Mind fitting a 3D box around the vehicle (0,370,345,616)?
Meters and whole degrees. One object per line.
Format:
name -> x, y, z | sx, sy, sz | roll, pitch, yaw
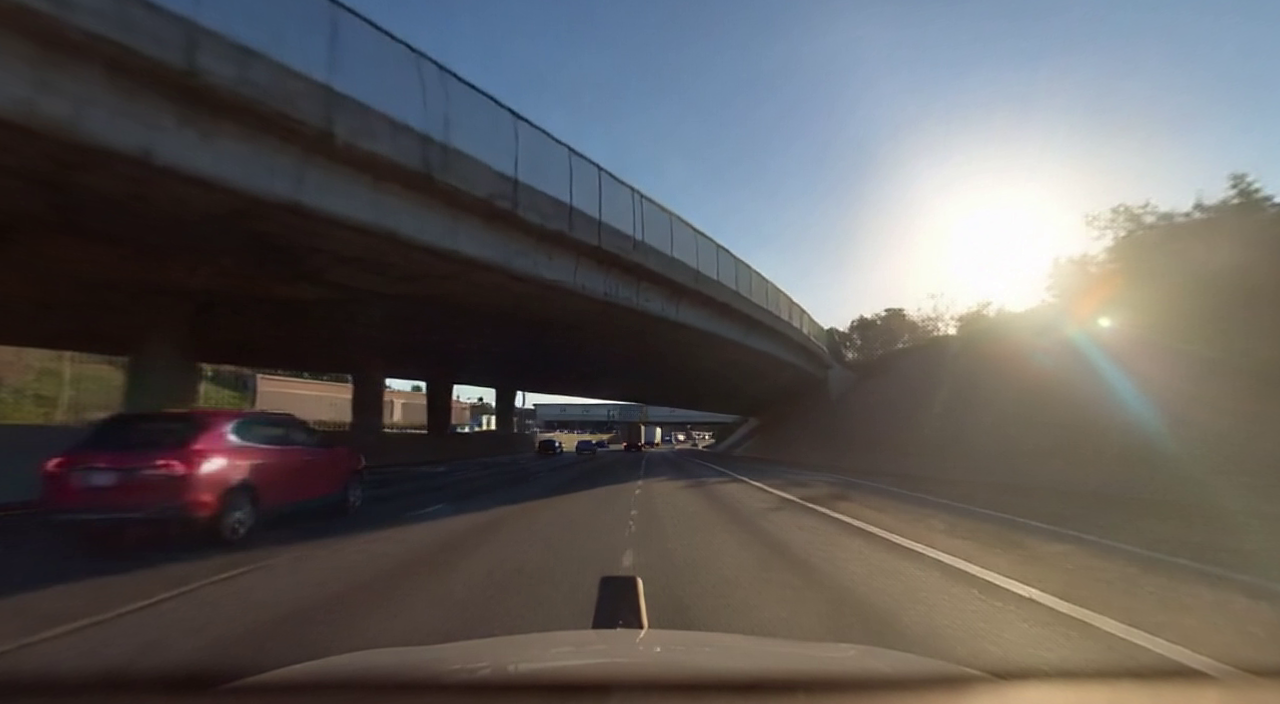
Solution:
vehicle -> -5.520, 1.340, 6.992 | 2.119, 1.787, 4.655 | 0, -8, 1
